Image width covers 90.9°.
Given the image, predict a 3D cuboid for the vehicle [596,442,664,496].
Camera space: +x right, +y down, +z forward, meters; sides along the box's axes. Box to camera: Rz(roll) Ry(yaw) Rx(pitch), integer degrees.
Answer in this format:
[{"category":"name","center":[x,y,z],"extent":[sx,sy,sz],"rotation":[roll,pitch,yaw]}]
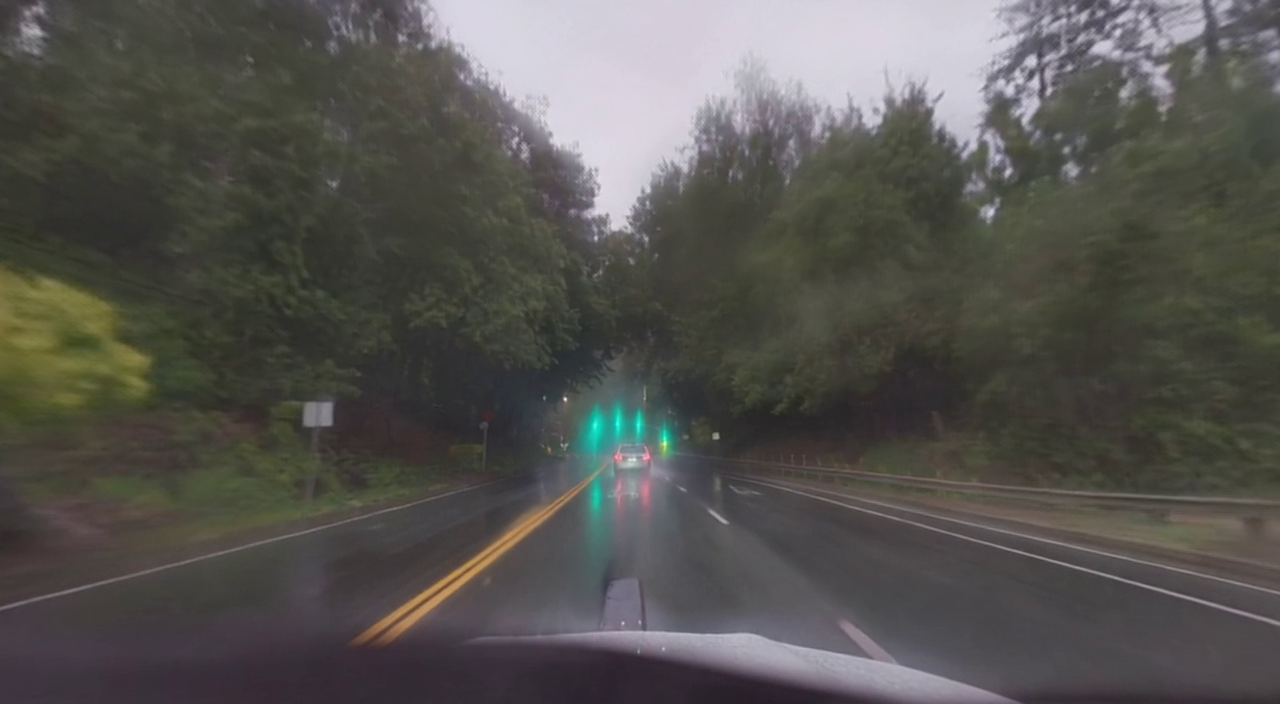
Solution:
[{"category":"vehicle","center":[-0.357,3.842,20.966],"extent":[2.037,1.601,3.643],"rotation":[0,-9,-2]}]
